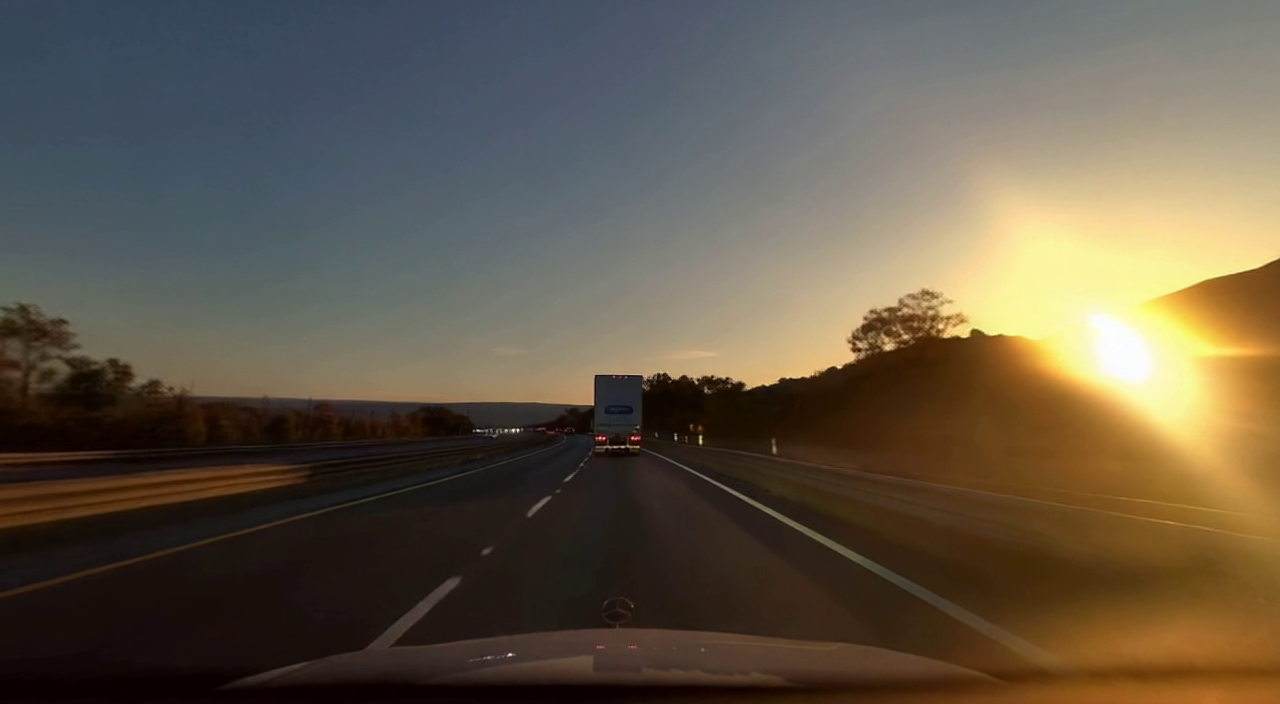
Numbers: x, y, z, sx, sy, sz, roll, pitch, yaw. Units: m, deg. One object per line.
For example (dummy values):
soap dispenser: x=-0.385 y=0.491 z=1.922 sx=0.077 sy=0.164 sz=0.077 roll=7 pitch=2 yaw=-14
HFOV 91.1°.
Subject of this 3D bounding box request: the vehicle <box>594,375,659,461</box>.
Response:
vehicle: x=-0.805 y=3.734 z=34.345 sx=3.023 sy=3.965 sz=10.402 roll=0 pitch=-8 yaw=-2
